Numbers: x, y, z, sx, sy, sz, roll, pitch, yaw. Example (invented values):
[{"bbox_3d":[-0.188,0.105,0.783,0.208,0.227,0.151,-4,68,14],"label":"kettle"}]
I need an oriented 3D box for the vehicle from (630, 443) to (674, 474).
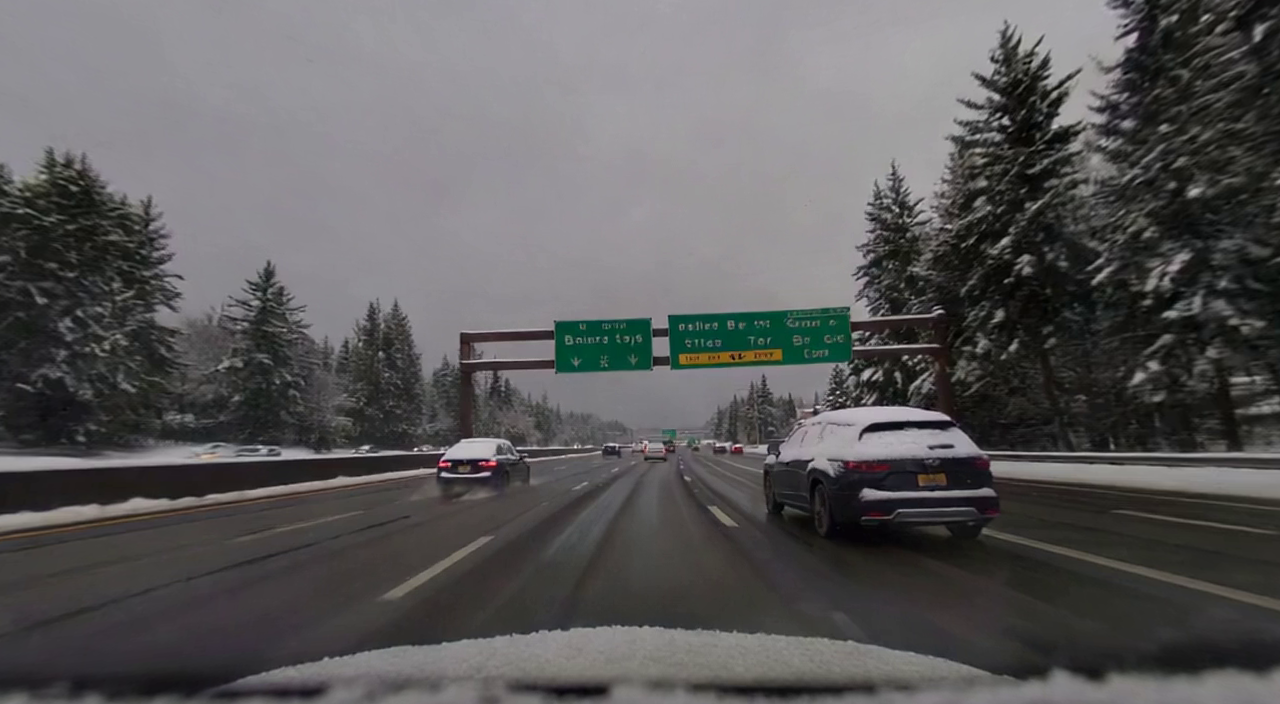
[{"bbox_3d":[0.641,5.524,33.115,2.146,1.485,4.332,0,-8,2],"label":"vehicle"}]

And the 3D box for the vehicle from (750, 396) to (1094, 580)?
[{"bbox_3d":[3.319,1.757,9.052,2.463,1.851,5.122,0,-8,-1],"label":"vehicle"}]

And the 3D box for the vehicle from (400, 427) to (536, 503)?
[{"bbox_3d":[-4.275,2.884,16.568,2.260,1.706,4.177,0,-8,2],"label":"vehicle"}]
